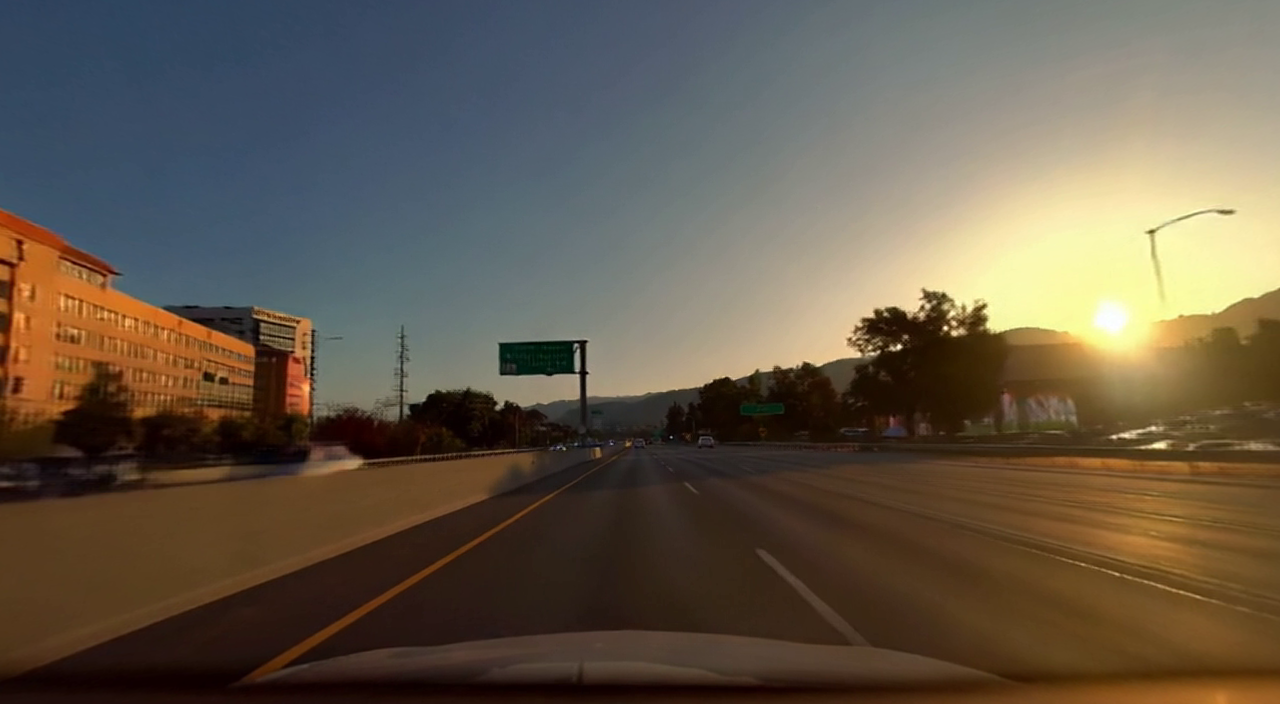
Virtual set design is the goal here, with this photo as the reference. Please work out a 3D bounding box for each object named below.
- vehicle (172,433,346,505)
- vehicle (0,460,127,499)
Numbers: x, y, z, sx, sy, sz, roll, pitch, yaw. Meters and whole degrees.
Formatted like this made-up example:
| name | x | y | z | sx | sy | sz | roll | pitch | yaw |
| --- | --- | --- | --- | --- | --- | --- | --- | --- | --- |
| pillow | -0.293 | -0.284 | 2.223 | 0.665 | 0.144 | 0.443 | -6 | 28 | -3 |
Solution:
| name | x | y | z | sx | sy | sz | roll | pitch | yaw |
| --- | --- | --- | --- | --- | --- | --- | --- | --- | --- |
| vehicle | -11.458 | 3.536 | 19.548 | 2.171 | 1.915 | 5.048 | 0 | -8 | 0 |
| vehicle | -26.182 | 5.678 | 28.522 | 1.959 | 1.476 | 4.795 | 0 | -8 | -1 |
